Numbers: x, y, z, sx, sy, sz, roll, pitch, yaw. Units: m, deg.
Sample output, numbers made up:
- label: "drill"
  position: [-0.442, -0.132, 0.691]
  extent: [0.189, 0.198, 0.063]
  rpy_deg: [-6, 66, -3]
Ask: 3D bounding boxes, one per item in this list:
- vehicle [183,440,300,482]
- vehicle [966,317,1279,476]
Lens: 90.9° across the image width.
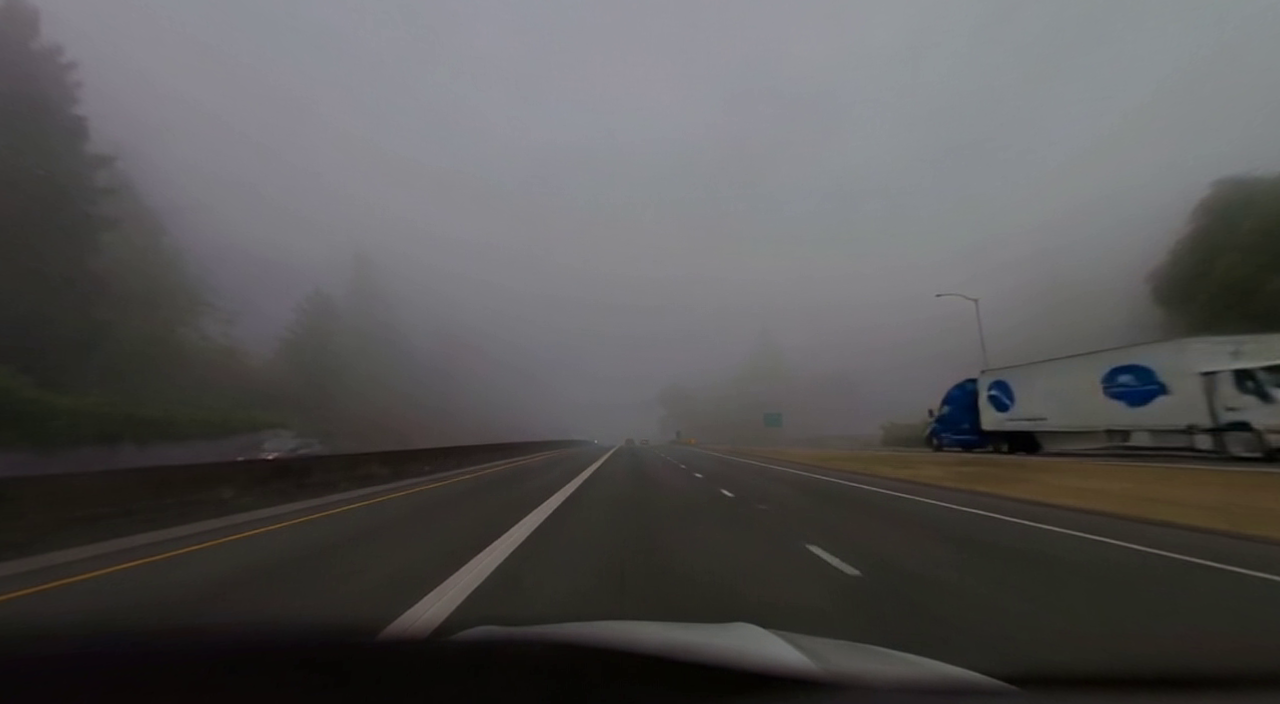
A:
- label: "vehicle"
  position: [-16.479, 4.486, 26.399]
  extent: [1.892, 1.558, 4.629]
  rpy_deg: [0, -8, -1]
- label: "vehicle"
  position: [18.124, 2.038, 23.318]
  extent: [3.442, 4.212, 13.752]
  rpy_deg: [1, -8, -6]
